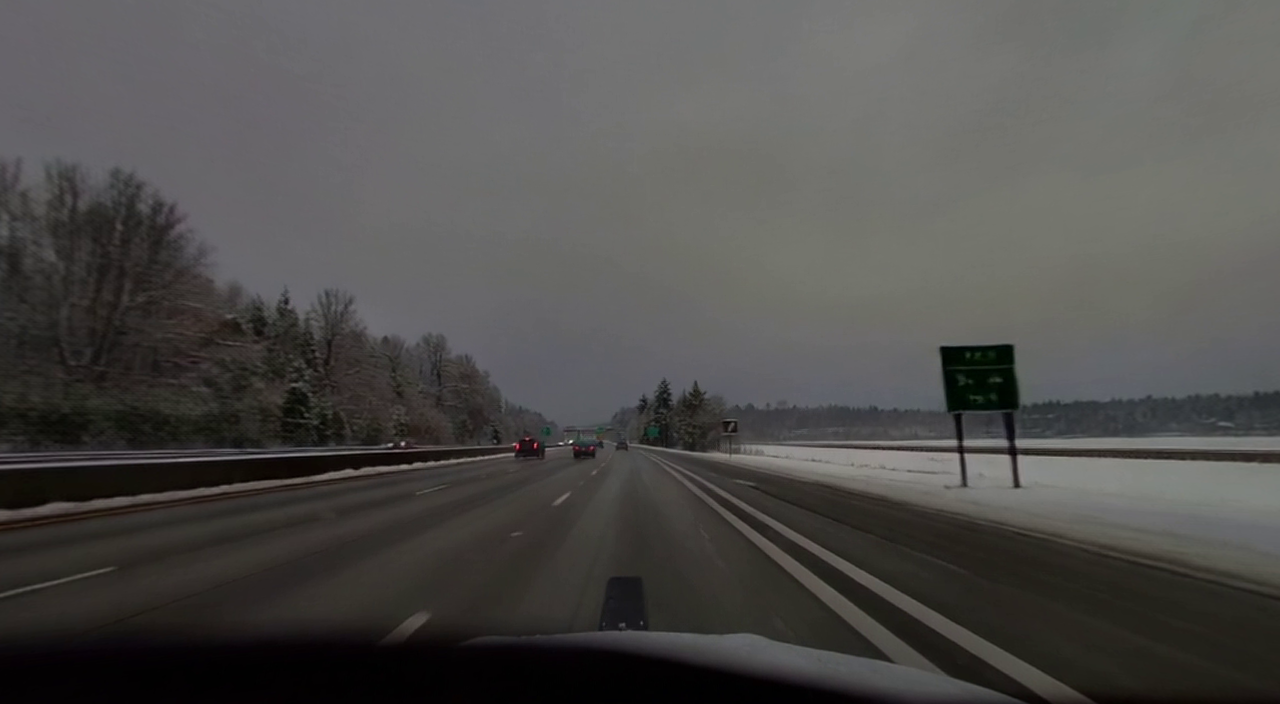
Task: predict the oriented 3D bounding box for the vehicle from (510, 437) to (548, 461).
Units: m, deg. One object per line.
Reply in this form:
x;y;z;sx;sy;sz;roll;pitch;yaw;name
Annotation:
-8.037;7.053;45.790;2.080;1.632;4.332;0;-8;-1;vehicle

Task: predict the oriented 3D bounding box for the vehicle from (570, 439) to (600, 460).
-4.208;7.563;48.640;2.075;1.516;4.212;0;-8;-1;vehicle
